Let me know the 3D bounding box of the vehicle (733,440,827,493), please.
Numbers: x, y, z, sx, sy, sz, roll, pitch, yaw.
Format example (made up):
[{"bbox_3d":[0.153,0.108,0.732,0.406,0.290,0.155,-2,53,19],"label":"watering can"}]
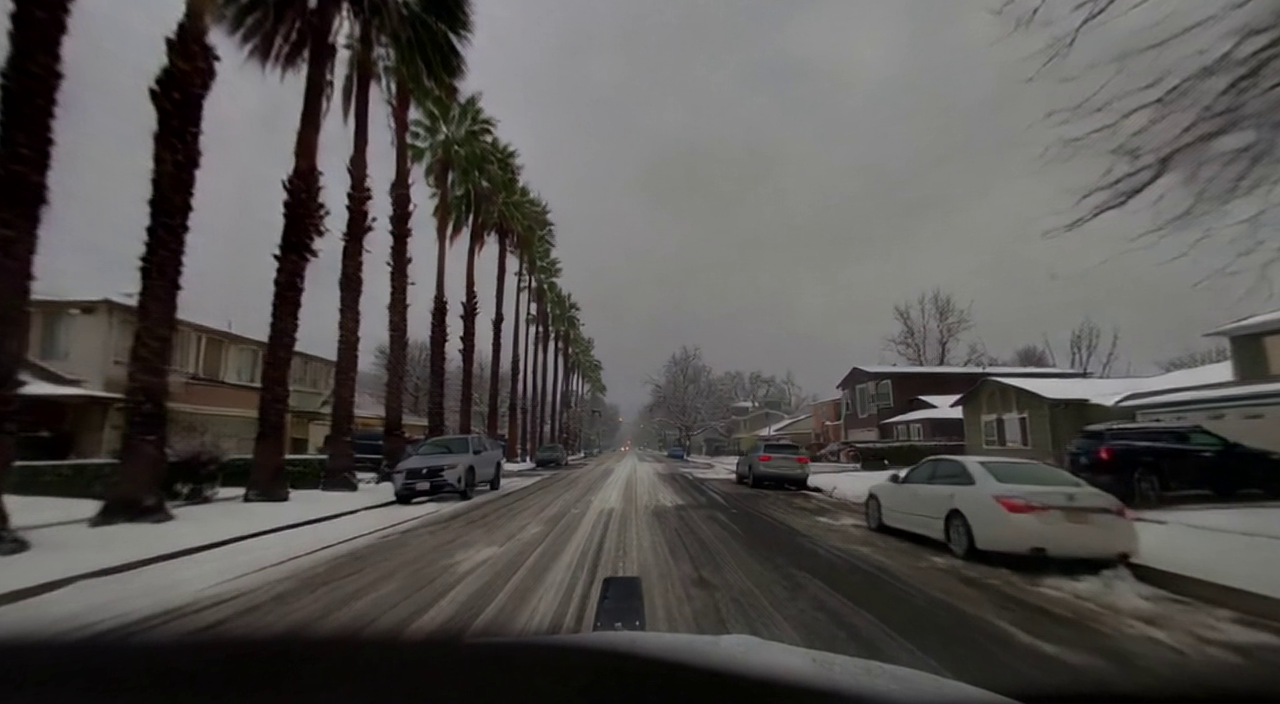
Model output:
[{"bbox_3d":[4.511,3.760,21.104,1.991,1.554,4.501,0,-9,-1],"label":"vehicle"}]

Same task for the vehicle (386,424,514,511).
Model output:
[{"bbox_3d":[-4.865,3.021,17.037,2.149,1.877,5.082,-1,-8,-3],"label":"vehicle"}]

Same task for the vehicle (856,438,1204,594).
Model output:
[{"bbox_3d":[4.790,2.025,8.793,2.056,1.464,4.493,3,-9,1],"label":"vehicle"}]

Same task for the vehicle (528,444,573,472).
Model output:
[{"bbox_3d":[-5.478,6.533,39.251,2.079,1.486,4.877,-3,-8,-1],"label":"vehicle"}]
